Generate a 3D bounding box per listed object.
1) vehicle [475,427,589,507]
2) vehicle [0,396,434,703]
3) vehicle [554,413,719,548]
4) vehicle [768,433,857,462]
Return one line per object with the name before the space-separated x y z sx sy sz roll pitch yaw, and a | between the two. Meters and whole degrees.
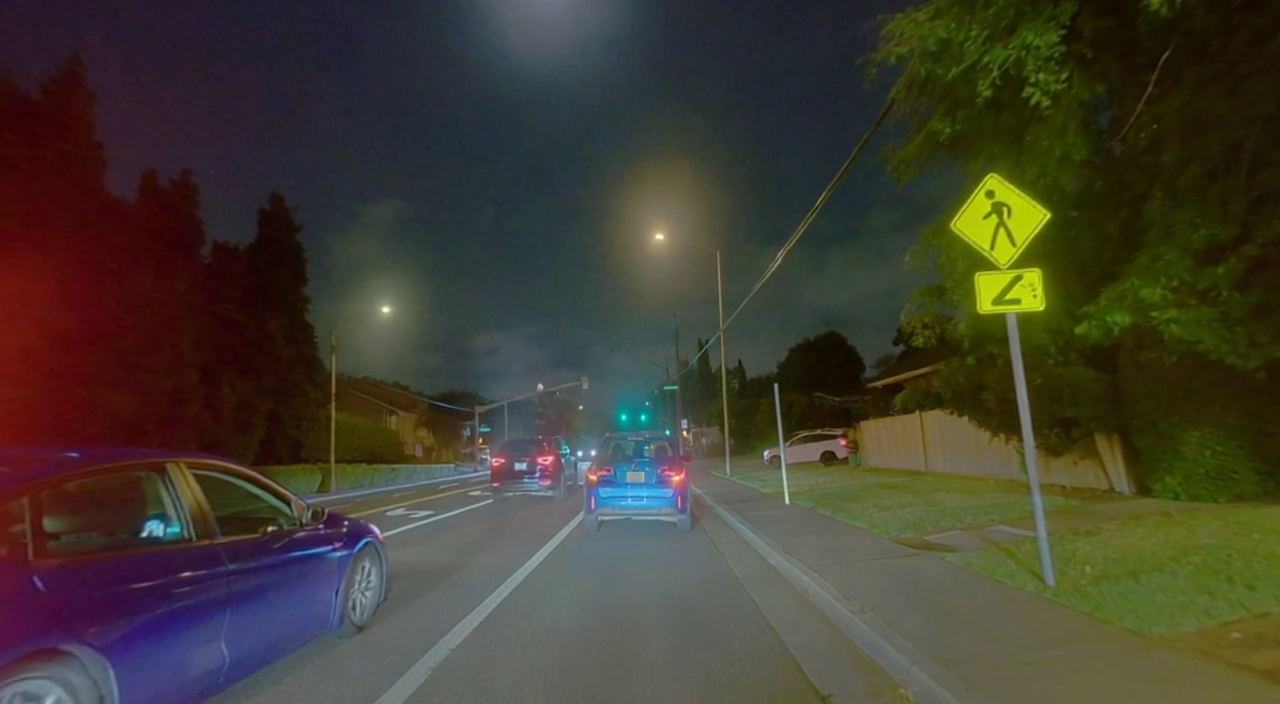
vehicle | -2.554 2.841 16.000 2.000 1.737 4.133 0 -9 2
vehicle | -2.860 1.071 3.178 1.968 1.472 4.685 0 -9 1
vehicle | 0.000 1.944 10.127 2.120 1.718 3.909 0 -9 2
vehicle | 9.493 5.301 35.035 4.456 1.504 1.914 -1 -8 4
